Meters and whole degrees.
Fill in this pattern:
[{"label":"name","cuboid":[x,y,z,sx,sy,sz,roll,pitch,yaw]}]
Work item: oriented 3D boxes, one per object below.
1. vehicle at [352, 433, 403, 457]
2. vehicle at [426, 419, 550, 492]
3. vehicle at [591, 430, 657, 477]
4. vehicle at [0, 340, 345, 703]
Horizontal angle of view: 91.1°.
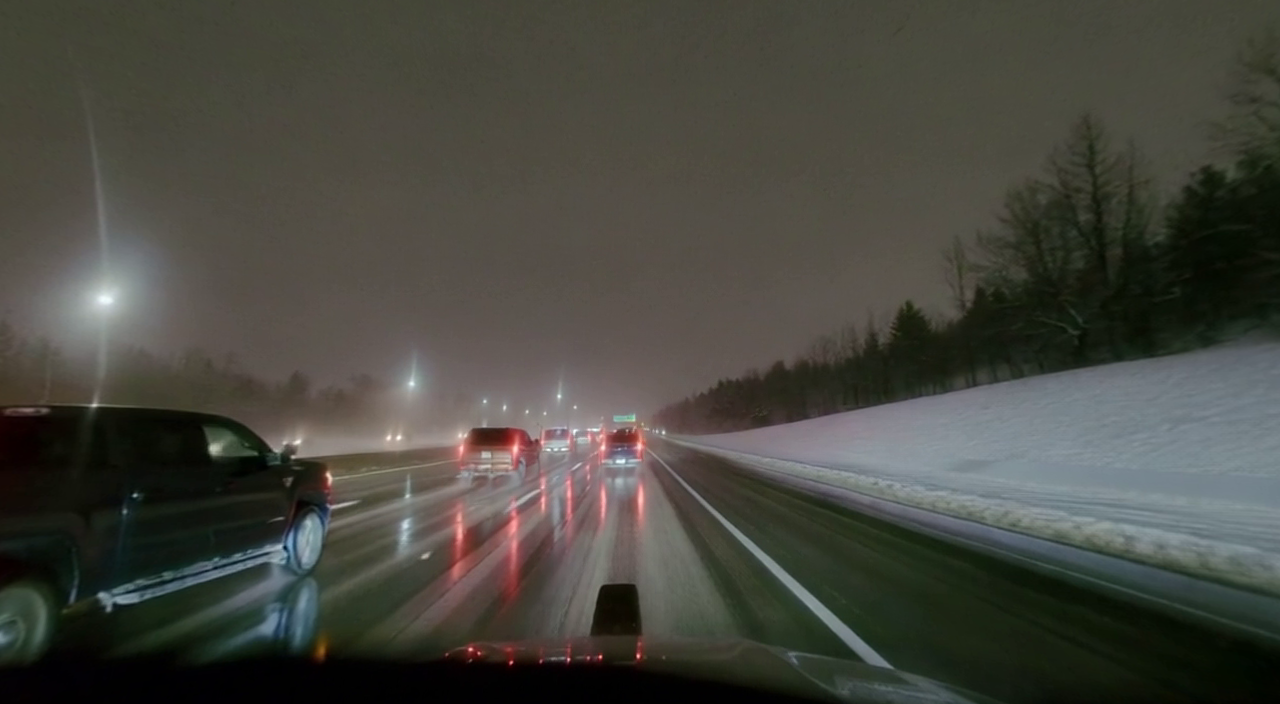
[{"label":"vehicle","cuboid":[-20.168,7.156,48.514,2.039,1.717,4.349,0,-8,0]},{"label":"vehicle","cuboid":[-3.868,2.717,16.961,2.154,1.690,4.595,0,-8,1]},{"label":"vehicle","cuboid":[-0.535,3.440,21.589,2.070,1.452,3.834,0,-8,-1]},{"label":"vehicle","cuboid":[-3.854,0.947,3.757,2.107,1.703,4.274,0,-8,0]}]
